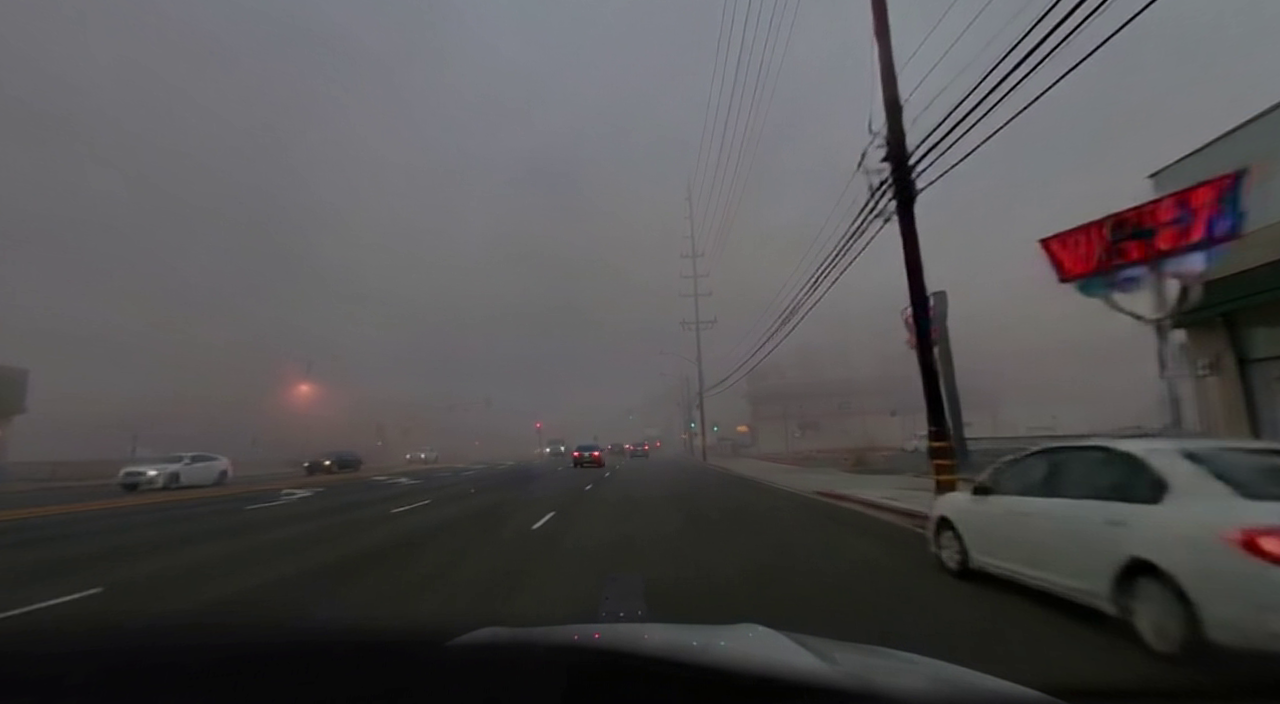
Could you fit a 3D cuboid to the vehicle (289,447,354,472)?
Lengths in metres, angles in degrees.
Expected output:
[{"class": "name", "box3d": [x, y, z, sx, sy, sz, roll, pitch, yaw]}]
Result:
[{"class": "vehicle", "box3d": [-20.548, 6.953, 40.963, 1.818, 1.488, 4.344, -1, -9, 3]}]

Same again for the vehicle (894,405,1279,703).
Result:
[{"class": "vehicle", "box3d": [4.006, 1.287, 4.875, 2.085, 1.479, 4.633, 0, -9, -1]}]

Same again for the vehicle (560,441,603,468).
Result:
[{"class": "vehicle", "box3d": [-3.429, 6.130, 37.845, 2.179, 1.490, 4.742, 0, -9, 0]}]

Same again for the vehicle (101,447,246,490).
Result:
[{"class": "vehicle", "box3d": [-18.270, 4.555, 25.101, 2.151, 1.495, 4.703, 0, -9, 0]}]
